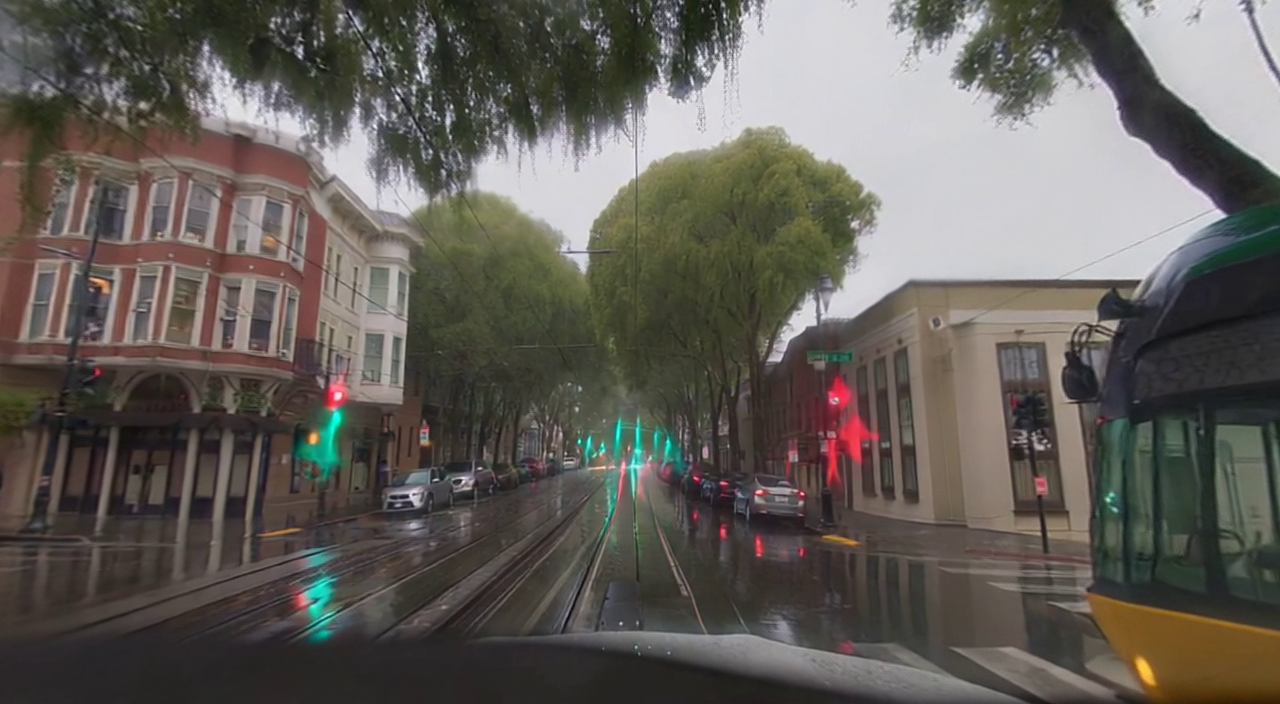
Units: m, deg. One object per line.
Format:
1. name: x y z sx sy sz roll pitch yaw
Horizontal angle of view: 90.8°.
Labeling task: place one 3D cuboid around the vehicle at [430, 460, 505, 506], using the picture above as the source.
1. vehicle: -7.415 5.657 27.651 1.861 1.751 4.550 1 -9 2

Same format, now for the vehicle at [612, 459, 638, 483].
1. vehicle: -1.113 9.014 48.034 1.966 1.600 3.494 0 -8 0

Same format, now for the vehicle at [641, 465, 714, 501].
1. vehicle: 1.816 6.519 31.719 1.984 1.571 3.404 6 -10 -33

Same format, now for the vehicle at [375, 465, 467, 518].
1. vehicle: -7.432 4.853 21.878 1.779 1.588 3.953 2 -13 -2

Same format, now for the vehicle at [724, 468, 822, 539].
1. vehicle: 3.843 4.450 19.093 1.929 1.723 4.134 0 -8 -2
